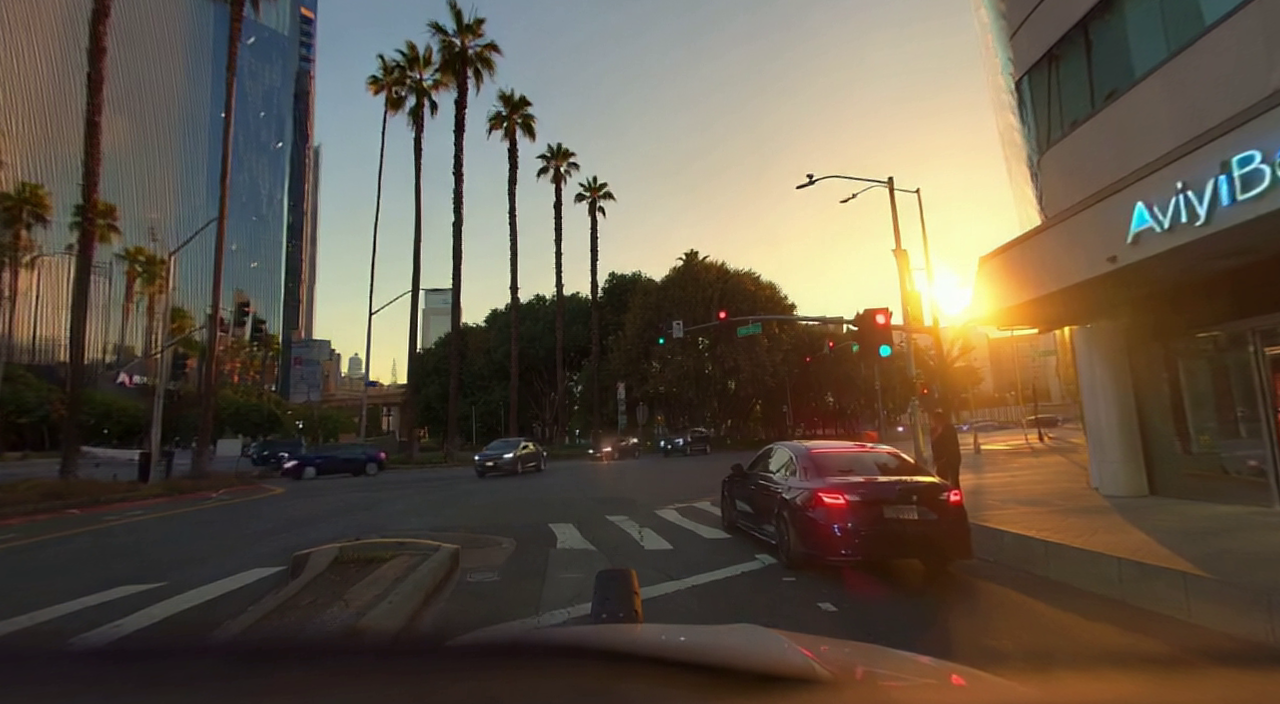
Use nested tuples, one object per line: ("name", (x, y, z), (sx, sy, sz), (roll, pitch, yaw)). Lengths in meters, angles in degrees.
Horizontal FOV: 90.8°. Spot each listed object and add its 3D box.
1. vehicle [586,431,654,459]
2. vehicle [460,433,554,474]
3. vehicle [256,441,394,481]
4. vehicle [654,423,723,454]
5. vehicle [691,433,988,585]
("vehicle", (-1.315, 6.510, 44.104), (2.029, 1.822, 5.090), (-6, -10, 36))
("vehicle", (-5.233, 4.063, 25.496), (2.052, 1.478, 4.395), (-2, -9, 12))
("vehicle", (-13.130, 4.532, 26.654), (1.896, 1.492, 4.808), (-6, -10, 34))
("vehicle", (3.422, 5.973, 43.251), (2.190, 1.964, 5.614), (-6, -10, 34))
("vehicle", (2.197, 1.893, 8.663), (2.090, 1.466, 4.676), (1, -8, -7))
